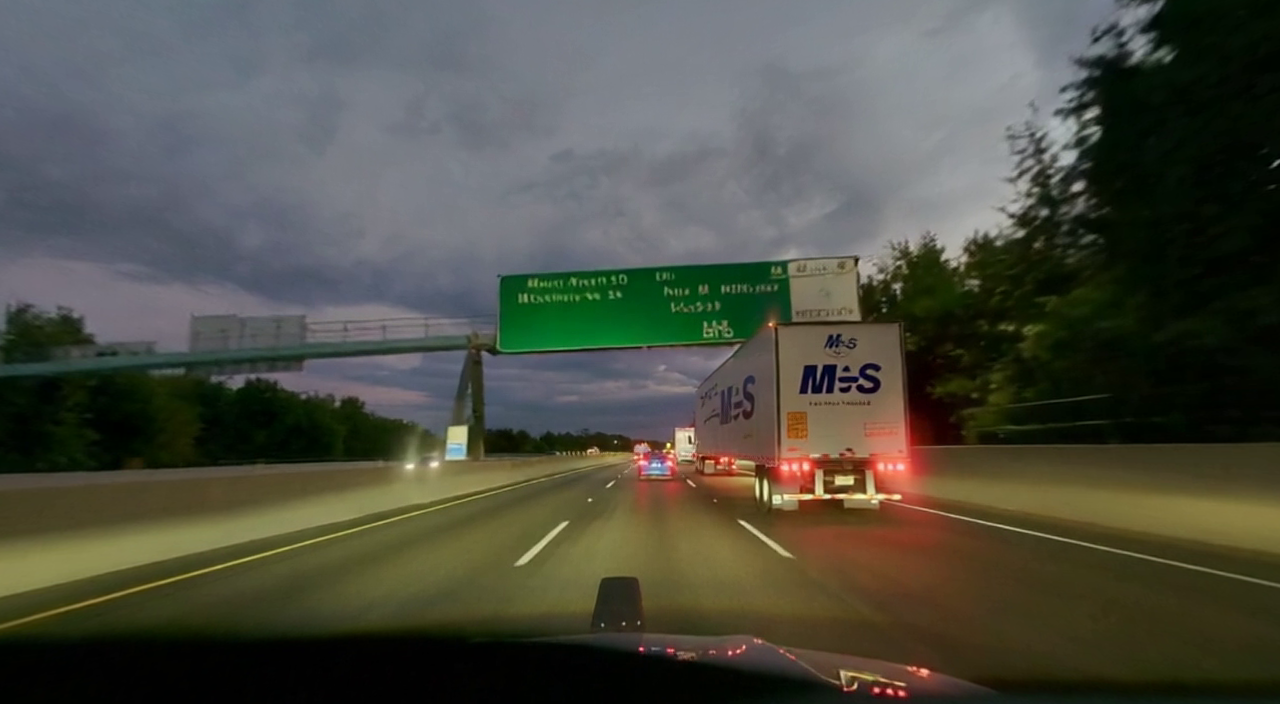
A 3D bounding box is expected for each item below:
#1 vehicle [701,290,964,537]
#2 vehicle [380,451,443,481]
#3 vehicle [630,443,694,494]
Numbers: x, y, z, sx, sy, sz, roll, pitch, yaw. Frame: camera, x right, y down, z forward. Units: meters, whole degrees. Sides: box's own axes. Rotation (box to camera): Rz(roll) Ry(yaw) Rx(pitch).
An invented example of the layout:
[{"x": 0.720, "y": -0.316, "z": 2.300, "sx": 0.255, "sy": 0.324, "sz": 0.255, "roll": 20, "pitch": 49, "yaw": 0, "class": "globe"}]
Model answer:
[{"x": 3.822, "y": 2.040, "z": 17.533, "sx": 3.002, "sy": 4.104, "sz": 14.174, "roll": 0, "pitch": -9, "yaw": 1, "class": "vehicle"}, {"x": -13.070, "y": 6.530, "z": 36.289, "sx": 1.941, "sy": 1.602, "sz": 4.247, "roll": 0, "pitch": -9, "yaw": 2, "class": "vehicle"}, {"x": 0.706, "y": 4.155, "z": 22.773, "sx": 2.121, "sy": 1.642, "sz": 3.828, "roll": 0, "pitch": -9, "yaw": 0, "class": "vehicle"}]
